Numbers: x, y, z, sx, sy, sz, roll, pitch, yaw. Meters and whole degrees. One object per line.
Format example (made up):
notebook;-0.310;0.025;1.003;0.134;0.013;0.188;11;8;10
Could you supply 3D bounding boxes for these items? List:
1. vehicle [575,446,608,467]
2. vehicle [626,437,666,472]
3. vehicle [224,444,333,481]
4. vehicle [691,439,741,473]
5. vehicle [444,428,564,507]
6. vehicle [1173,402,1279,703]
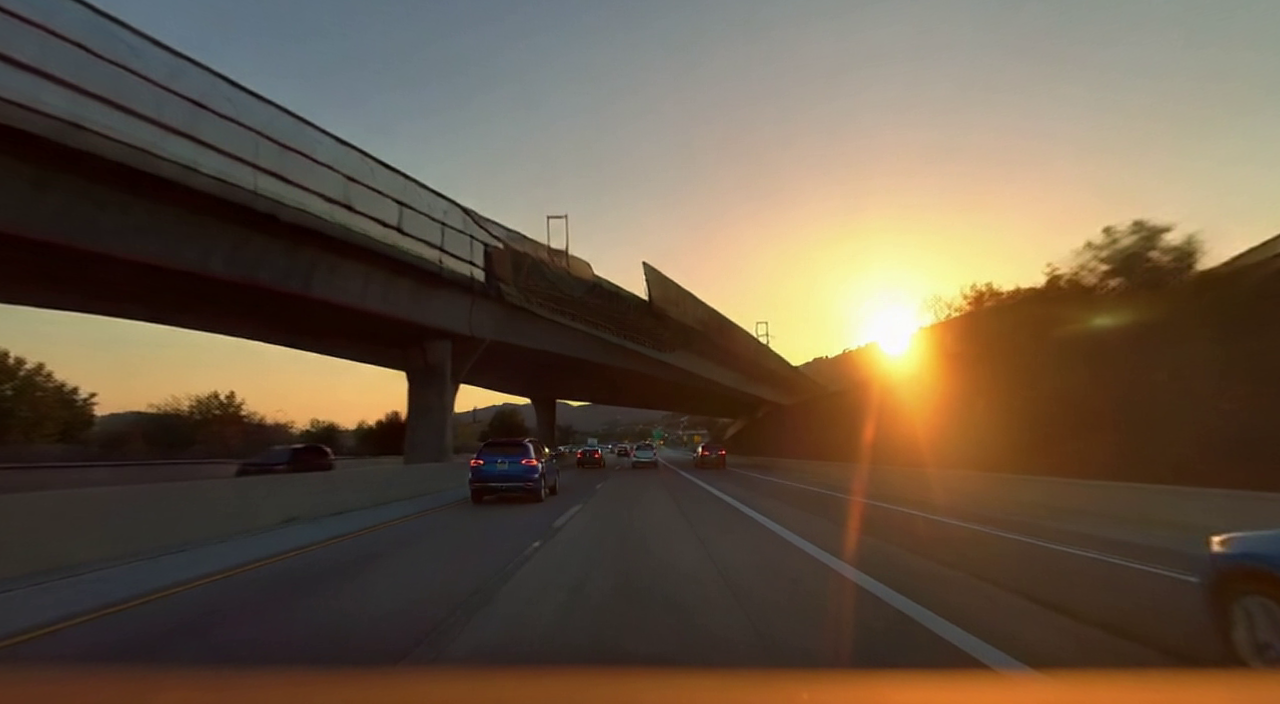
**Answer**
vehicle;-3.496;7.624;46.036;1.994;1.475;4.171;0;-9;0
vehicle;0.312;5.948;36.808;2.155;1.909;4.529;0;-9;0
vehicle;-19.090;5.831;33.679;2.259;1.785;5.582;0;-9;3
vehicle;4.301;5.996;36.515;2.231;1.807;4.588;0;-9;-1
vehicle;-3.321;2.928;16.442;2.089;1.751;4.515;0;-9;0
vehicle;4.123;0.827;1.734;1.959;1.554;3.795;0;-9;1
